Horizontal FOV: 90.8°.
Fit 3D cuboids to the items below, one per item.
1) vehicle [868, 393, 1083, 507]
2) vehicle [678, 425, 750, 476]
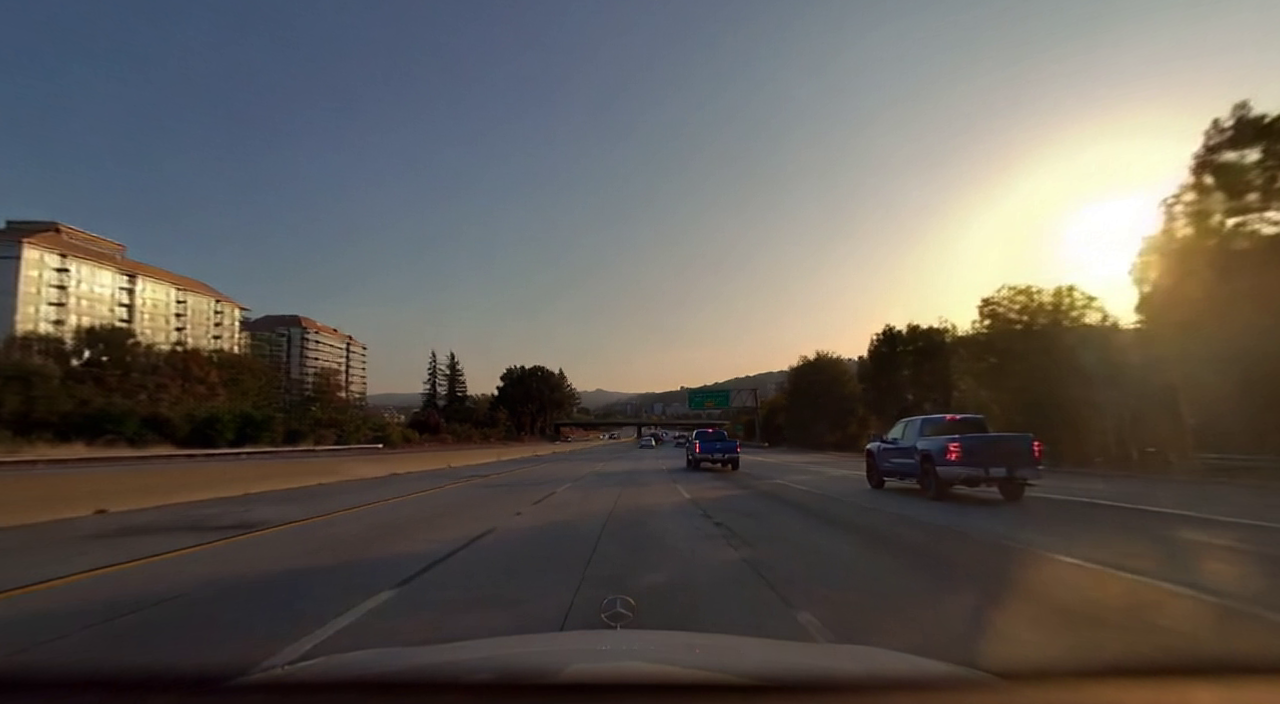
[{"bbox_3d":[7.698,2.358,15.377,2.158,2.268,5.396,0,-9,-1],"label":"vehicle"},{"bbox_3d":[3.086,4.279,27.614,2.462,1.984,4.718,0,-9,-2],"label":"vehicle"}]
